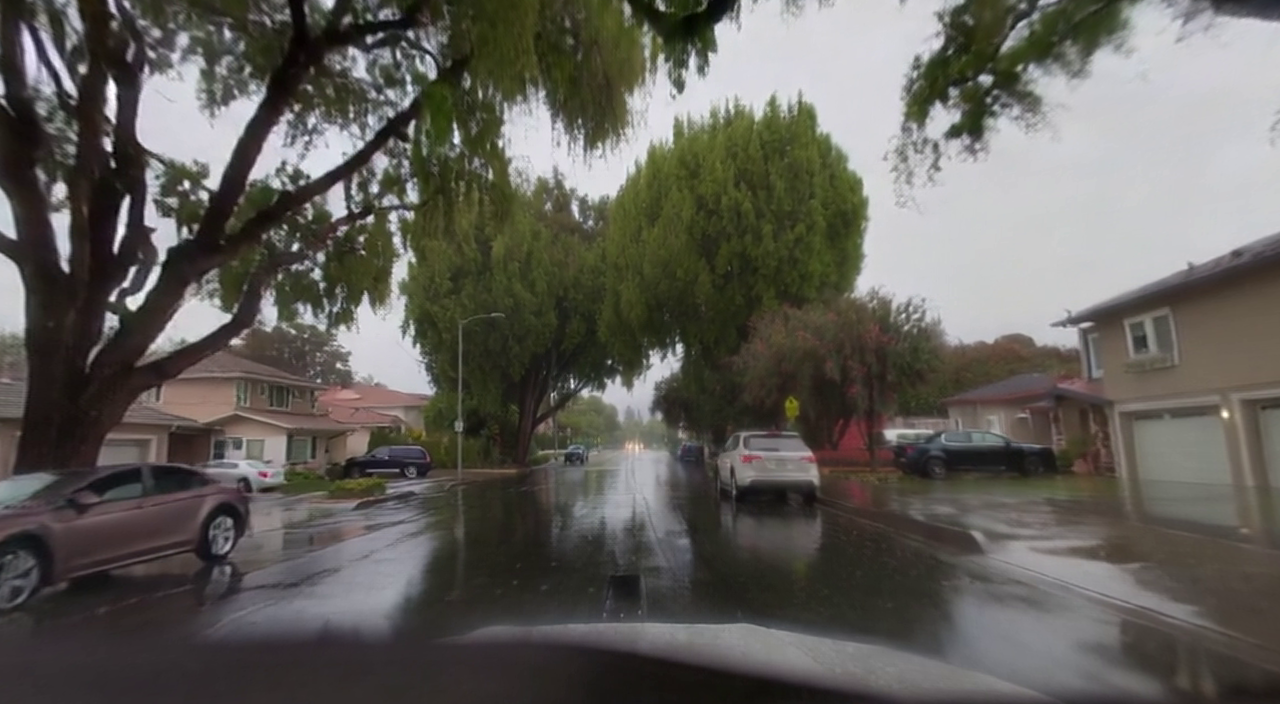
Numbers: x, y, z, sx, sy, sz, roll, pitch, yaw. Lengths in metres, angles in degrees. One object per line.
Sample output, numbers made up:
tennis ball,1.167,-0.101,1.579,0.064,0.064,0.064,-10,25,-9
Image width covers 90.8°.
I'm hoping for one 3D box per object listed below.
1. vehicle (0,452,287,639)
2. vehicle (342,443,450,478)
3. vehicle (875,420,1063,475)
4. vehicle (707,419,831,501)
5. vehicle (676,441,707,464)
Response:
vehicle,-6.246,1.949,7.047,2.099,1.399,4.357,-4,-8,1
vehicle,-13.047,5.825,33.972,4.928,1.797,1.981,0,-8,2
vehicle,10.561,3.147,20.728,5.041,1.486,1.969,-4,-9,13
vehicle,3.251,2.876,17.214,2.241,1.875,5.059,0,-8,-1
vehicle,3.586,7.052,44.551,2.016,1.567,4.228,0,-8,2
